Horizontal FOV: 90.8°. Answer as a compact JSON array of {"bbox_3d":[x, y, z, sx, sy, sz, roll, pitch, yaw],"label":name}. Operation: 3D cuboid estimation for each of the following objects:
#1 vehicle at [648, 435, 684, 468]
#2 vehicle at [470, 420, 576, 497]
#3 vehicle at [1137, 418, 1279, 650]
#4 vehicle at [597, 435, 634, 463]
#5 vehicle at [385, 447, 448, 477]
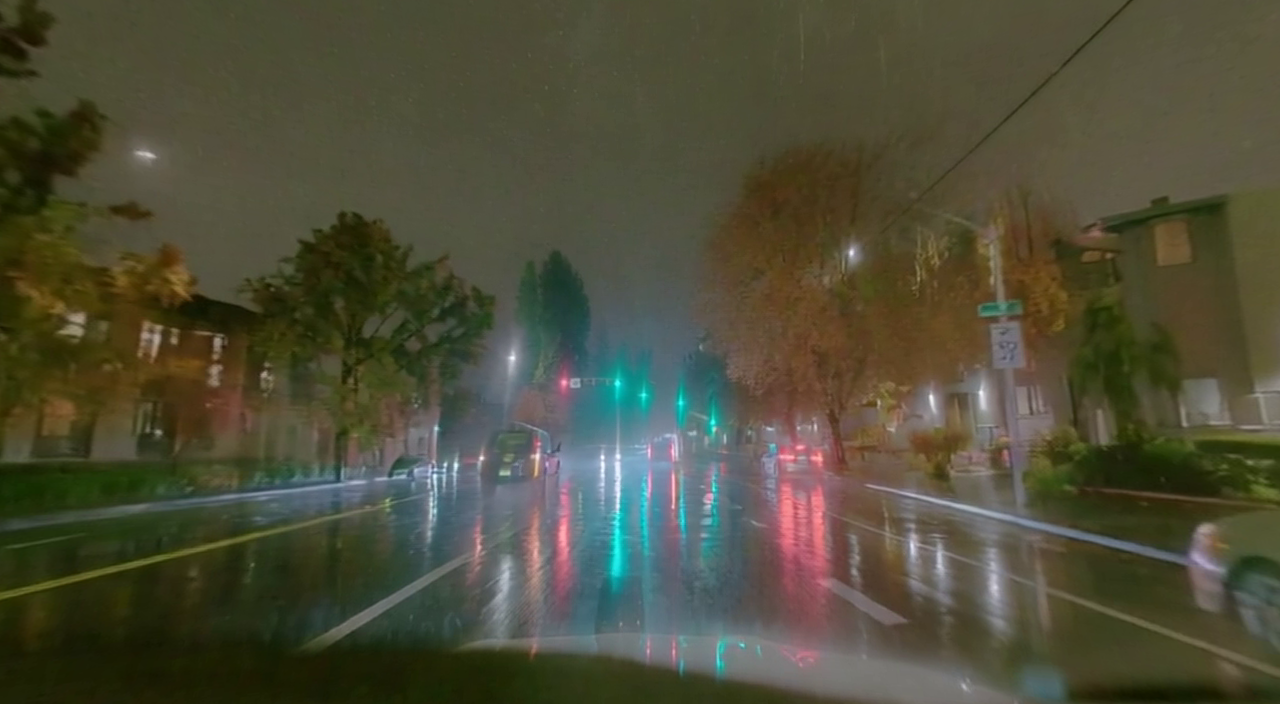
[{"bbox_3d":[1.400,5.486,34.971,1.852,1.680,4.488,0,-8,2],"label":"vehicle"},{"bbox_3d":[-3.048,2.889,17.468,1.877,1.827,4.298,-1,-8,3],"label":"vehicle"},{"bbox_3d":[5.218,0.976,2.711,2.104,1.489,4.962,0,-8,0],"label":"vehicle"},{"bbox_3d":[-1.573,6.486,42.255,2.018,1.746,4.560,-1,-8,3],"label":"vehicle"},{"bbox_3d":[-11.697,5.759,33.341,1.876,1.492,3.790,-1,-9,1],"label":"vehicle"}]
